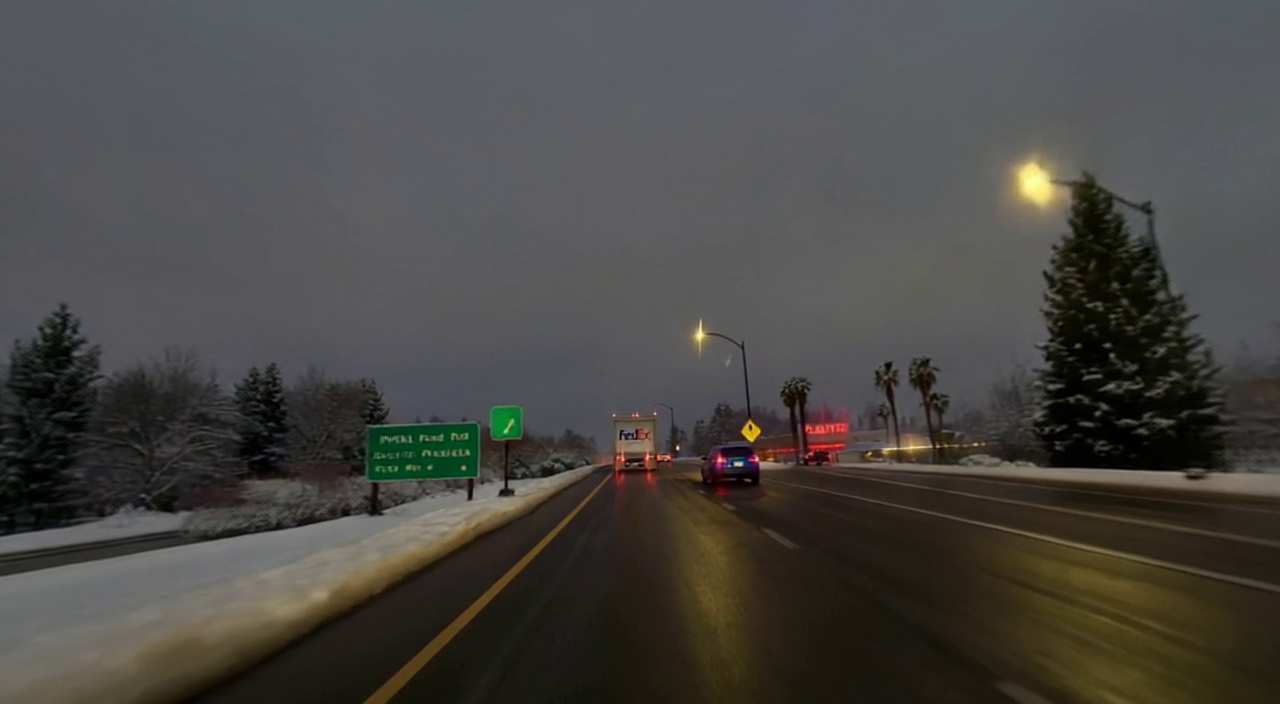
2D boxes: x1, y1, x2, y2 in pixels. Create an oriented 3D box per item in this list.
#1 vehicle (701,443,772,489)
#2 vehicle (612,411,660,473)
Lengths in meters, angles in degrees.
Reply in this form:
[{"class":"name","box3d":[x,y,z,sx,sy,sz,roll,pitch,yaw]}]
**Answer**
[{"class":"vehicle","box3d":[3.594,4.314,24.144,1.966,1.558,4.238,0,-9,-1]},{"class":"vehicle","box3d":[-0.398,6.945,48.355,3.243,4.134,11.656,0,-9,-1]}]
